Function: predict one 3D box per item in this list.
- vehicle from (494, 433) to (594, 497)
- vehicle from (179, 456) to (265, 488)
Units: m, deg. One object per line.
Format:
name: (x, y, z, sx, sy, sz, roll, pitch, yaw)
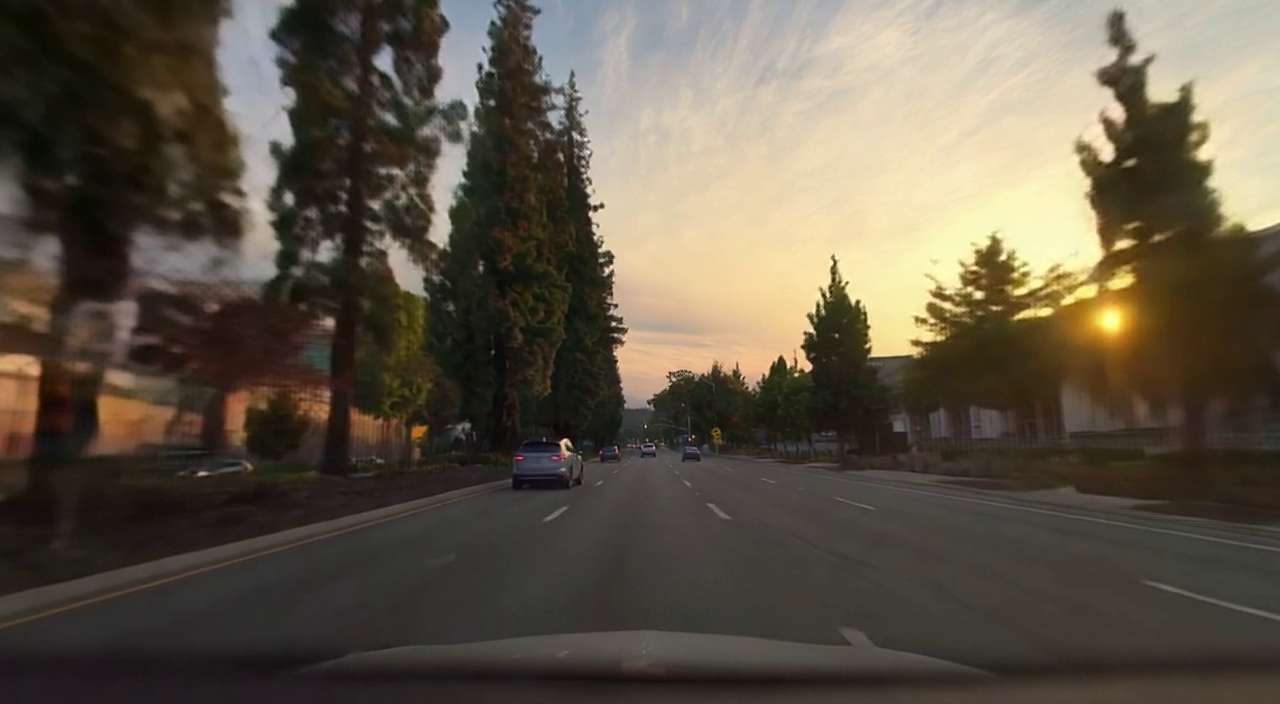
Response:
vehicle: (-2.676, 3.303, 18.802, 2.121, 1.656, 4.559, 0, -9, 2)
vehicle: (-24.144, 6.933, 36.641, 1.830, 1.663, 4.537, 0, -9, 0)
